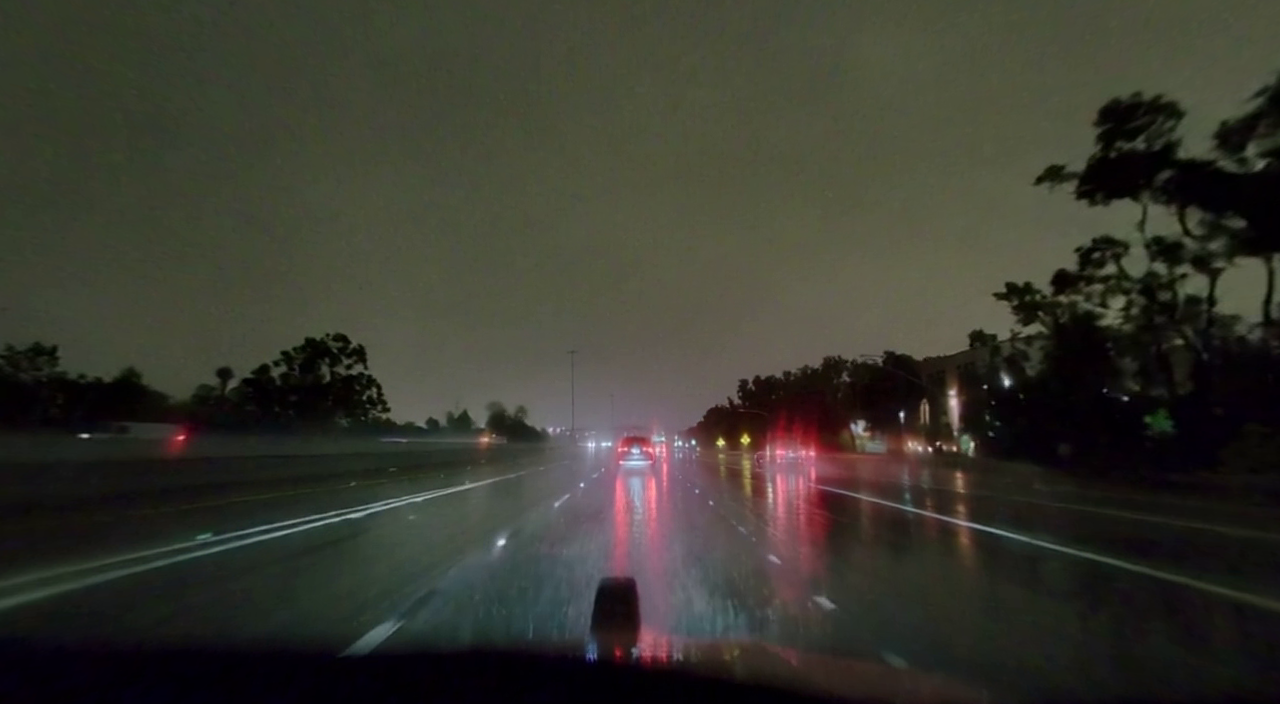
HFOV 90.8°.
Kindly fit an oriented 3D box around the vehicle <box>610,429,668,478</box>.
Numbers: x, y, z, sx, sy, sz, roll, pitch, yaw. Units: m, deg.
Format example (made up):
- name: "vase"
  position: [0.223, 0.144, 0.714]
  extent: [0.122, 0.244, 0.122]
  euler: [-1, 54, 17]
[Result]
- name: "vehicle"
  position: [-0.018, 4.376, 27.359]
  extent: [2.269, 1.924, 4.596]
  euler: [0, -8, 0]
